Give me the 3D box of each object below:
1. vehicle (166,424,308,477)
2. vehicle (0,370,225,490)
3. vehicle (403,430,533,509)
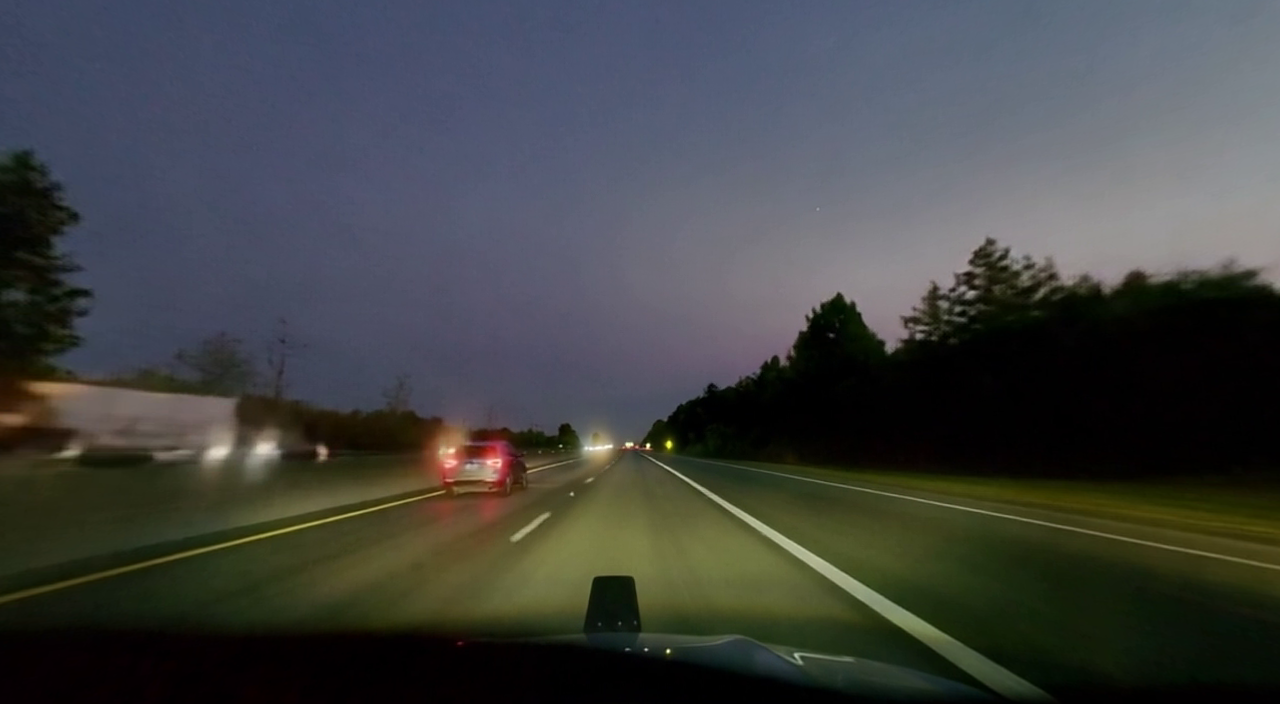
[{"bbox_3d":[-13.490,3.344,21.415,2.130,1.573,4.107,0,-9,-1],"label":"vehicle"},{"bbox_3d":[-16.924,2.467,18.893,2.951,2.847,8.682,-1,-9,0],"label":"vehicle"},{"bbox_3d":[-4.213,2.958,16.239,2.111,1.717,4.426,-1,-9,0],"label":"vehicle"}]
